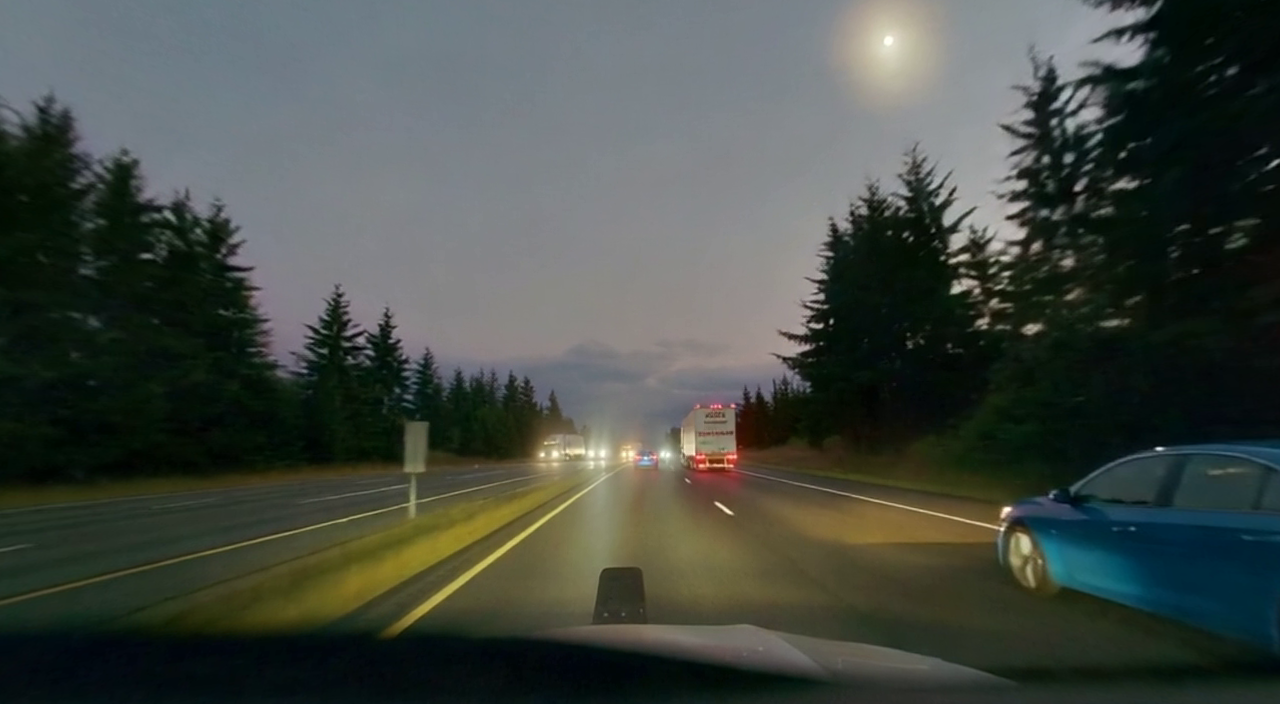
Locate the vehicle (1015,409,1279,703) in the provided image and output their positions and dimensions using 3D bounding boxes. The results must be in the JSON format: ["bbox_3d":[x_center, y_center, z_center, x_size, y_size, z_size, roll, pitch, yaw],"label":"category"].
[{"bbox_3d":[4.221,1.088,3.284,2.169,1.531,3.775,0,-9,0],"label":"vehicle"}]

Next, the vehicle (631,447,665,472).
[{"bbox_3d":[0.513,6.752,39.780,2.074,1.475,3.960,0,-9,1],"label":"vehicle"}]

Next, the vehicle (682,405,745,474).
[{"bbox_3d":[4.858,6.362,44.972,2.909,4.074,14.457,0,-9,1],"label":"vehicle"}]
